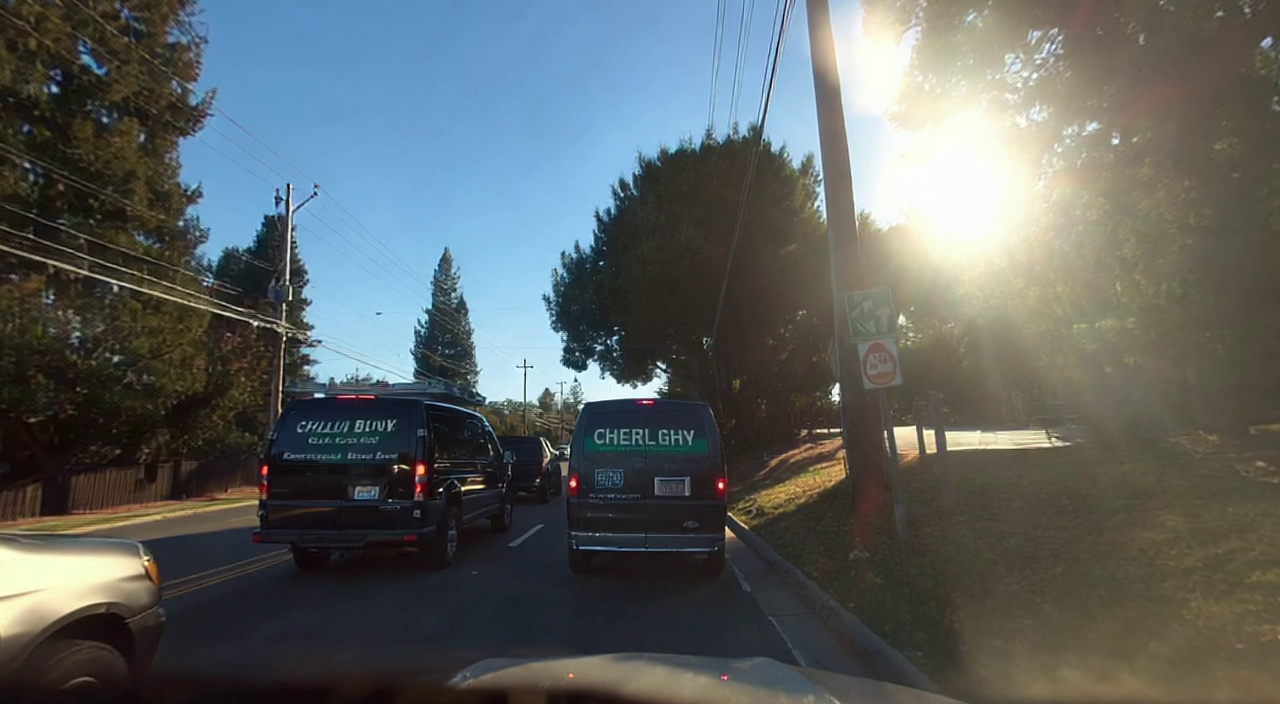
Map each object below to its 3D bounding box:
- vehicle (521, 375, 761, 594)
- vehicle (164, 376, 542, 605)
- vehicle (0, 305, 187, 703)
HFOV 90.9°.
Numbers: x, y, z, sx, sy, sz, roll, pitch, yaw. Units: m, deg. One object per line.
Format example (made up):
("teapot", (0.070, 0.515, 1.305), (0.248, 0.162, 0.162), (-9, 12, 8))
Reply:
("vehicle", (0.112, 1.468, 7.693), (2.117, 1.911, 4.095), (-1, -8, 3))
("vehicle", (-2.745, 1.480, 7.618), (2.109, 1.851, 4.749), (-1, -8, 3))
("vehicle", (-3.165, 0.502, 0.247), (2.160, 1.796, 4.997), (0, -8, 1))
